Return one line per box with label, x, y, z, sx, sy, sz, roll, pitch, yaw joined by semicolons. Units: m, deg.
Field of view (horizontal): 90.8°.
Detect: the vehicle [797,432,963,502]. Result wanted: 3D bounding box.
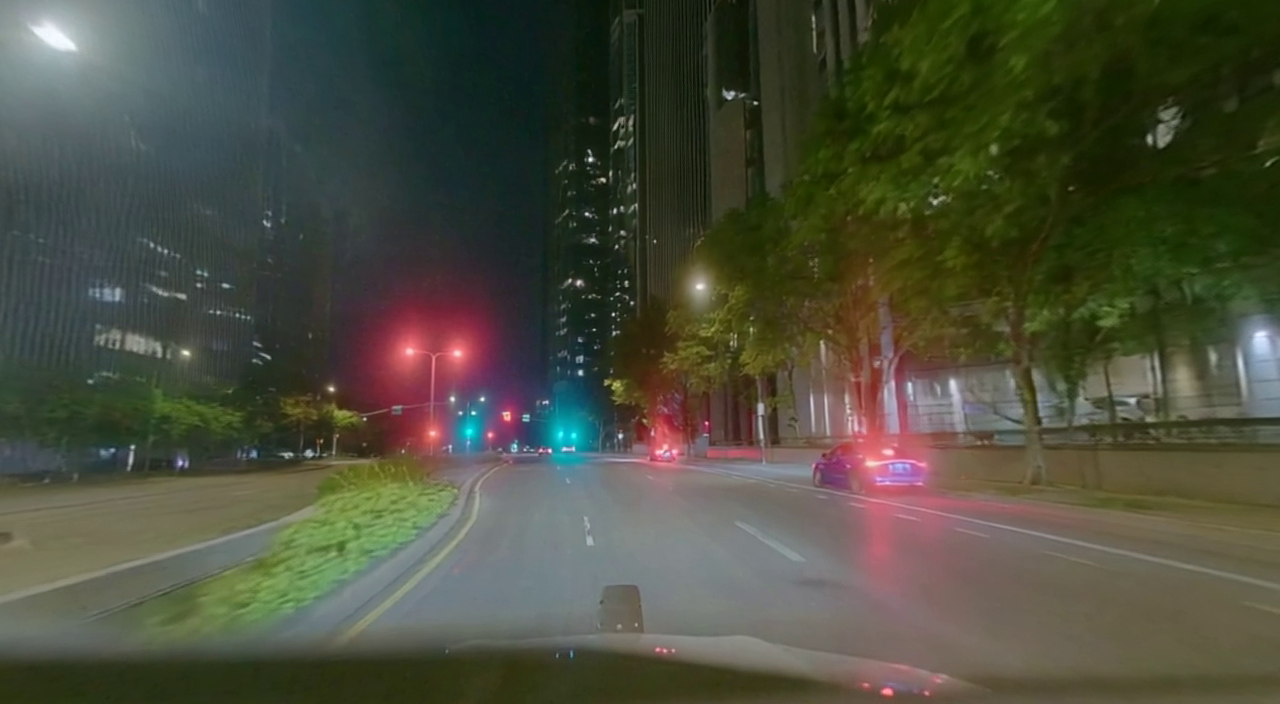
vehicle;5.816;2.831;16.203;1.984;1.479;5.102;1;-8;-4
